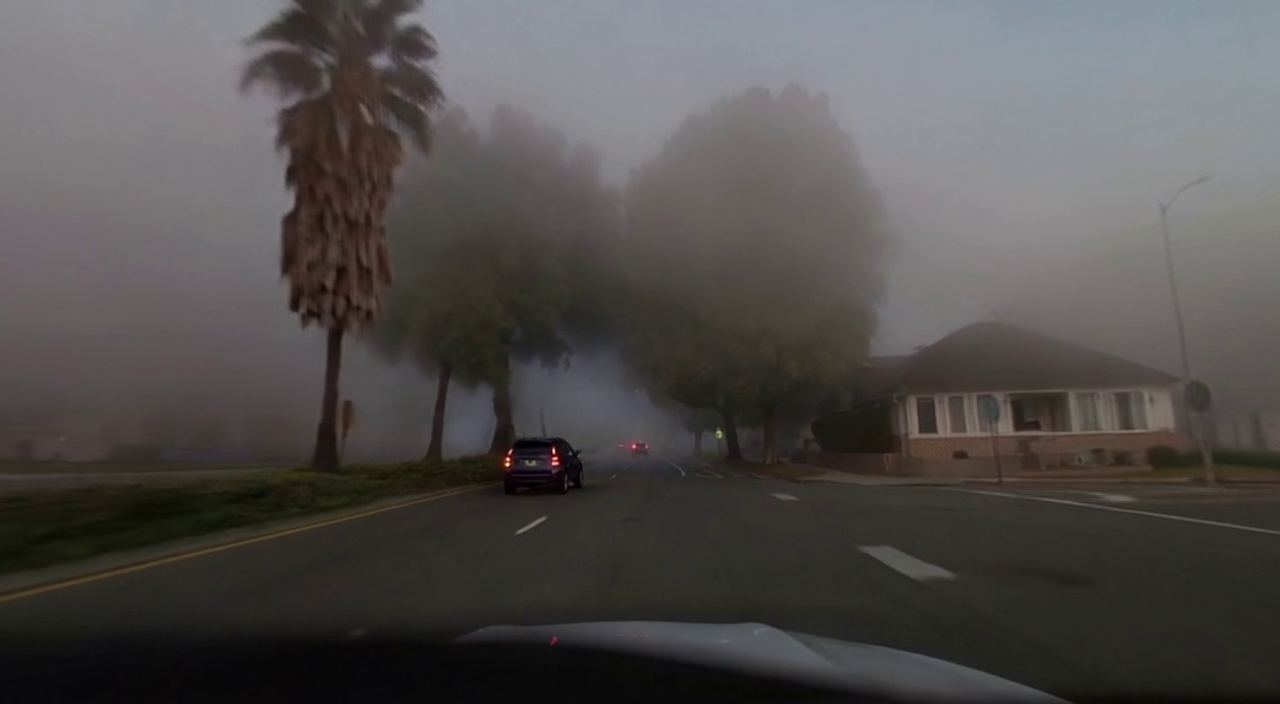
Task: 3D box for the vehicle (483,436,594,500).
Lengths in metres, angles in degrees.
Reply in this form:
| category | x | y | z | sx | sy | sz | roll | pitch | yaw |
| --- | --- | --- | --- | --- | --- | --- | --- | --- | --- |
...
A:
| category | x | y | z | sx | sy | sz | roll | pitch | yaw |
| --- | --- | --- | --- | --- | --- | --- | --- | --- | --- |
| vehicle | -2.573 | 3.100 | 17.296 | 2.075 | 1.498 | 4.730 | 0 | -9 | 2 |
